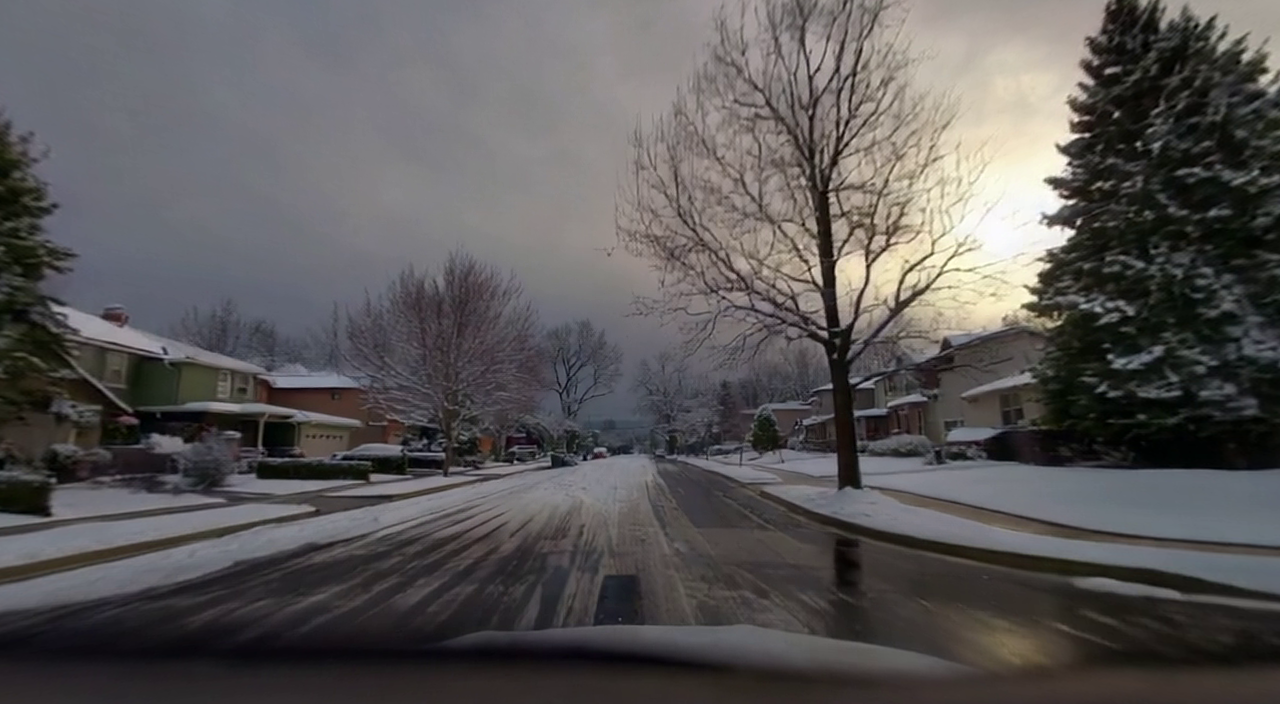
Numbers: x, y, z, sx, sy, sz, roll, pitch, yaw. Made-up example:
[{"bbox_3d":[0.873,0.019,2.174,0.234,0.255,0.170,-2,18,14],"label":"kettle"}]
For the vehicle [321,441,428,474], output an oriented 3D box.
[{"bbox_3d":[-14.217,5.664,33.889,4.850,1.676,1.920,0,-9,3],"label":"vehicle"}]
